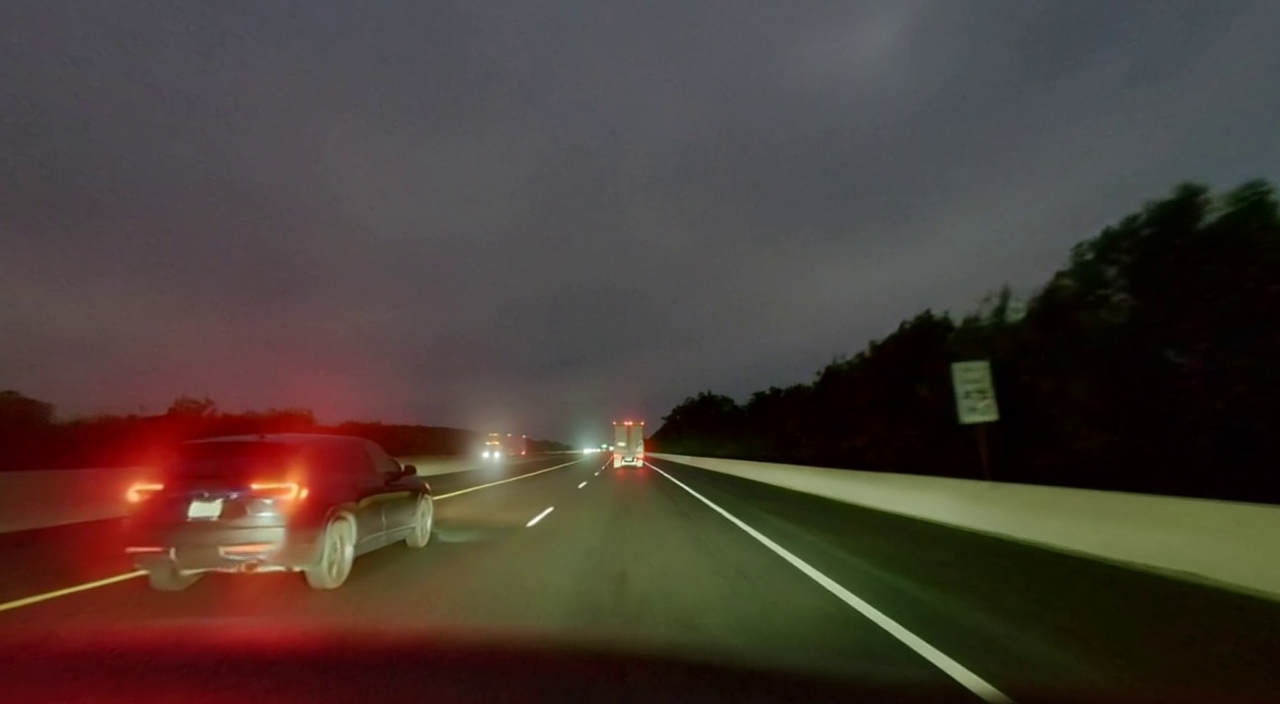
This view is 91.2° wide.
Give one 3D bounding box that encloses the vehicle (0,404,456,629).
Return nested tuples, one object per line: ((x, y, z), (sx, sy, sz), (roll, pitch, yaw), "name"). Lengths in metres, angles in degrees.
((-3.868, 1.589, 7.095), (2.181, 1.653, 4.691), (0, -9, -1), "vehicle")

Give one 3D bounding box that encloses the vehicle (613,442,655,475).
((-0.390, 6.030, 35.565), (2.230, 1.715, 4.243), (0, -9, -1), "vehicle")
